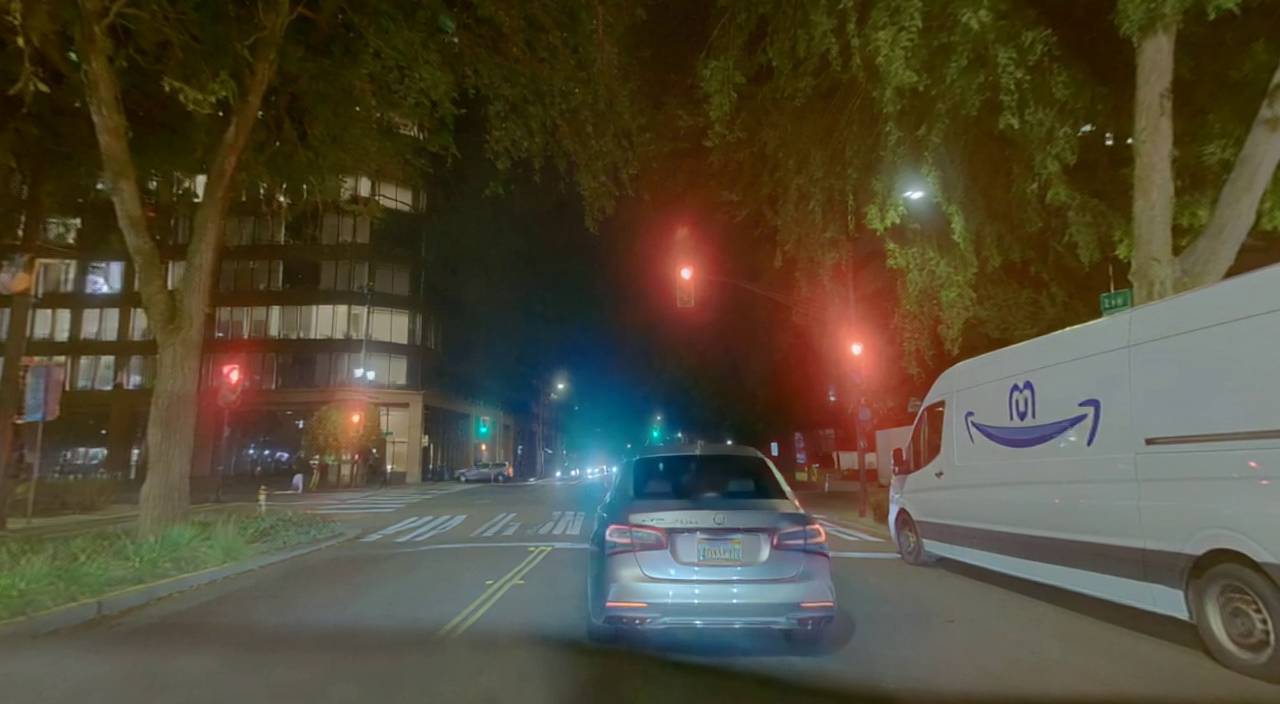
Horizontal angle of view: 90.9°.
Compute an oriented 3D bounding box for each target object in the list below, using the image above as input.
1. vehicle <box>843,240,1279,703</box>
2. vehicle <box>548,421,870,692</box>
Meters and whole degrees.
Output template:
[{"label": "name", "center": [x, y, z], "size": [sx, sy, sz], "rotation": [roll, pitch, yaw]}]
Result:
[{"label": "vehicle", "center": [2.851, 0.885, 2.882], "size": [2.054, 1.965, 5.248], "rotation": [1, -11, 0]}, {"label": "vehicle", "center": [0.384, 1.590, 5.744], "size": [1.961, 1.629, 3.610], "rotation": [1, -10, -1]}]
